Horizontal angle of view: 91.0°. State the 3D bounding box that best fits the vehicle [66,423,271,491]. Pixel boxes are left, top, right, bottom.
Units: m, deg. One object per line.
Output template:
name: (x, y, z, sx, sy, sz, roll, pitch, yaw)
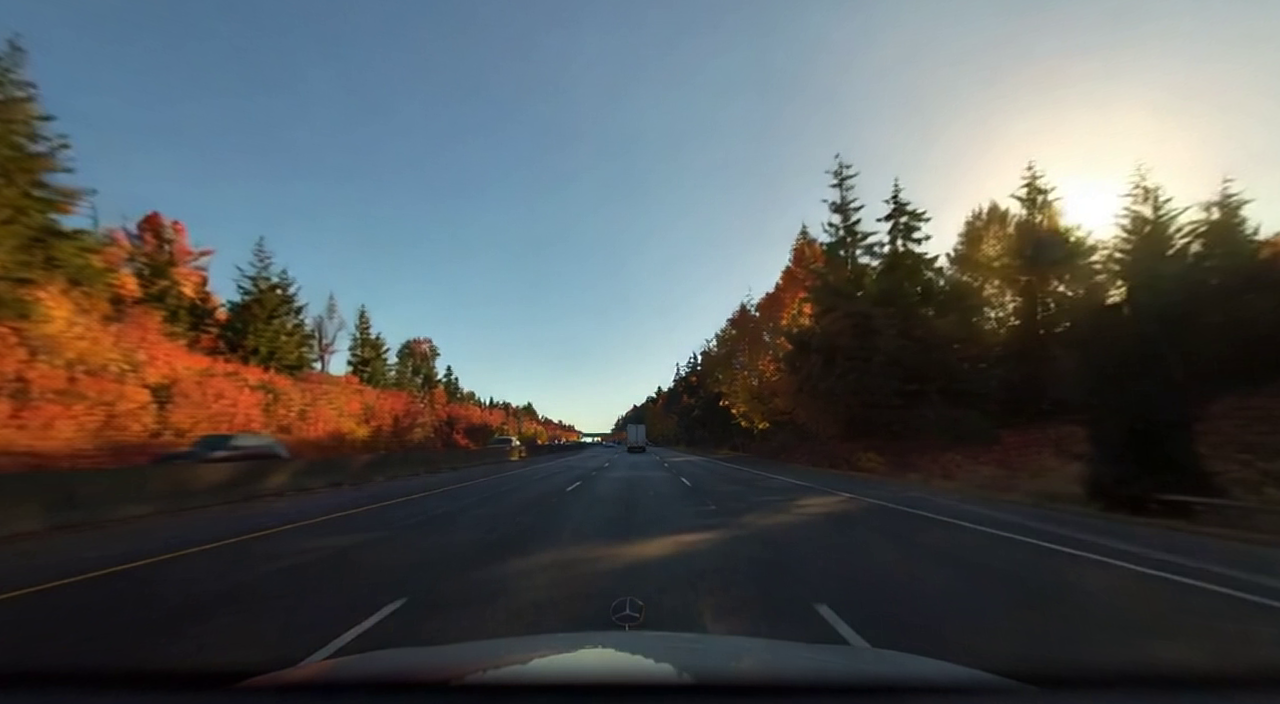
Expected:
vehicle: (-11.754, 2.641, 16.161, 1.871, 1.495, 4.368, 0, -8, 0)
